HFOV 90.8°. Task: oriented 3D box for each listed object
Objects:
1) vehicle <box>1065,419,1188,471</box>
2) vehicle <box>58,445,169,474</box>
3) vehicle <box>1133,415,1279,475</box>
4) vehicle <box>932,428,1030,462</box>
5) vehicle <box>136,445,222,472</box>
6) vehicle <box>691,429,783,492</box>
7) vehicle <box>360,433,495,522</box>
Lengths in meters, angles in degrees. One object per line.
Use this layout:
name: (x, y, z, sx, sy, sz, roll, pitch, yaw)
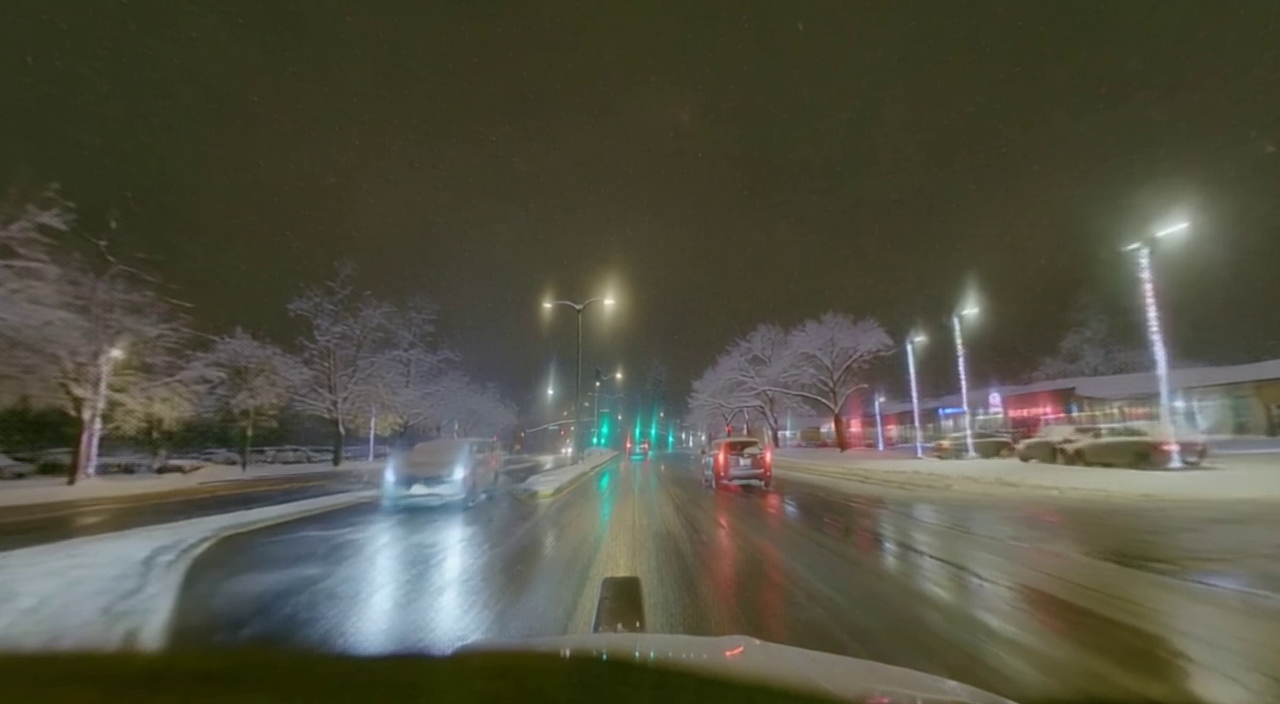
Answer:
vehicle: (17.765, 3.390, 23.070, 4.074, 1.706, 1.972, 5, -10, -29)
vehicle: (-29.733, 6.044, 35.769, 4.500, 1.559, 2.001, 0, -8, 1)
vehicle: (18.190, 2.943, 20.090, 4.446, 1.692, 2.184, 4, -9, -28)
vehicle: (17.528, 4.768, 32.430, 4.591, 1.645, 1.914, 4, -9, -24)
vehicle: (-30.080, 6.963, 41.341, 3.990, 1.569, 2.071, -1, -9, -2)
vehicle: (2.790, 3.242, 19.188, 1.963, 1.677, 4.229, 0, -8, -2)
vehicle: (-4.214, 2.549, 13.255, 1.905, 1.471, 4.302, -1, -9, -8)
